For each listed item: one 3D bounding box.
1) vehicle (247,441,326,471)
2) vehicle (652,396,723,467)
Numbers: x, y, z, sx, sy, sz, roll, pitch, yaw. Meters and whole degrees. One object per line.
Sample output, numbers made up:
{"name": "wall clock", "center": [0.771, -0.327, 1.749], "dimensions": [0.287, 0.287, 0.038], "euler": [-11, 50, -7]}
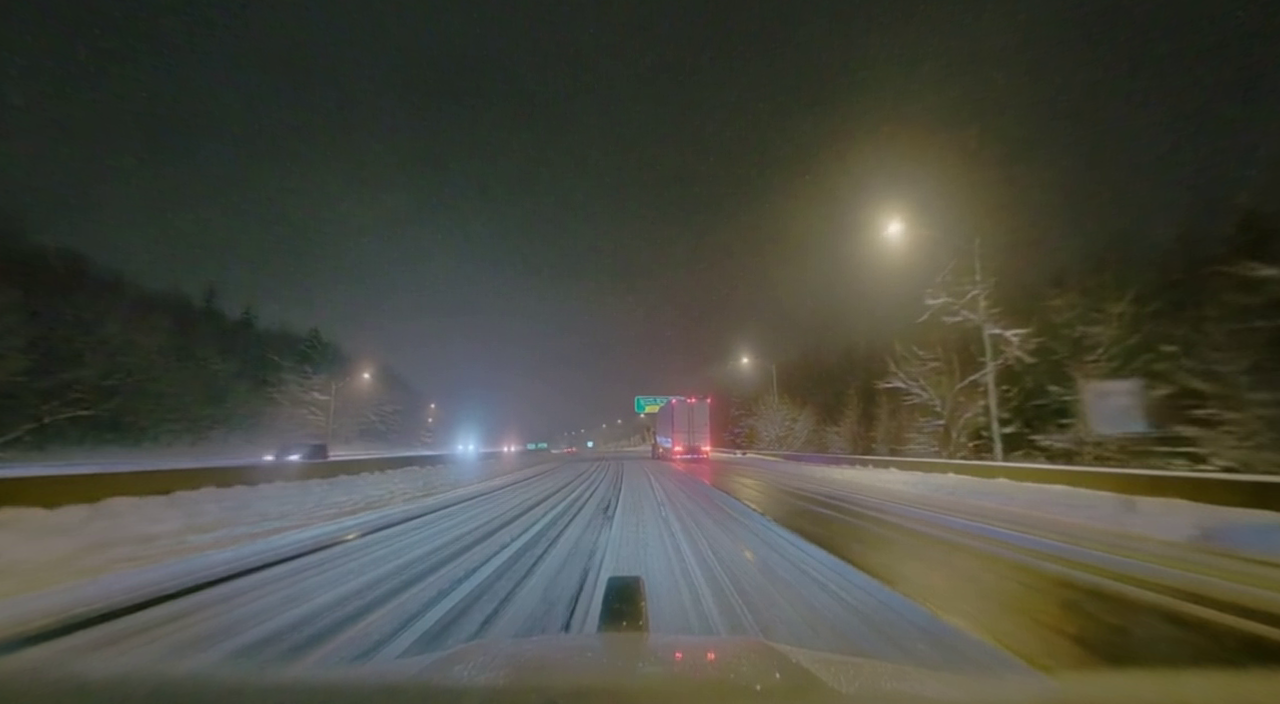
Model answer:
{"name": "vehicle", "center": [-22.060, 6.461, 39.628], "dimensions": [2.226, 1.750, 4.865], "euler": [0, -8, -2]}
{"name": "vehicle", "center": [2.997, 5.997, 46.624], "dimensions": [2.932, 4.205, 18.253], "euler": [0, -8, -3]}
